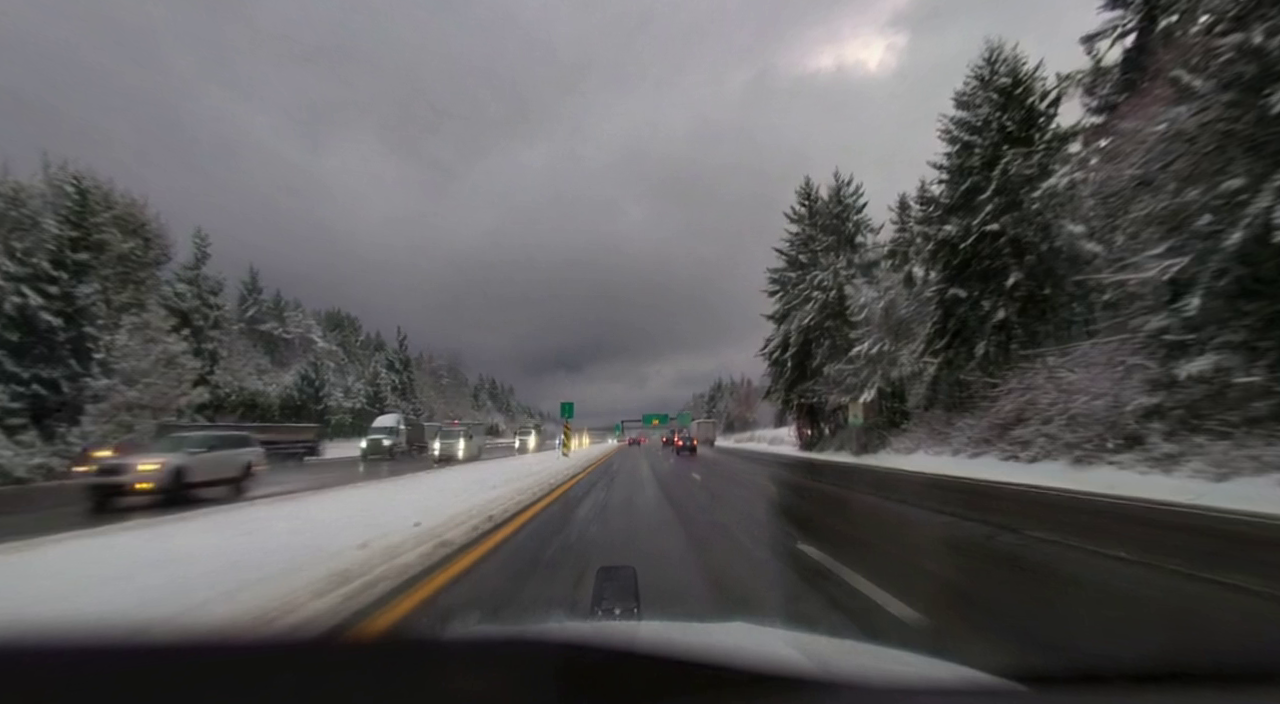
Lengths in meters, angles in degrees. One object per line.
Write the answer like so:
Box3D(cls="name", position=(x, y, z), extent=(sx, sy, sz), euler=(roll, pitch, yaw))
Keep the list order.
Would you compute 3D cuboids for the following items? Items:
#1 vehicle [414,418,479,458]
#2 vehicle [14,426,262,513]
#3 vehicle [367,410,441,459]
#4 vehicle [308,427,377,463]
Box3D(cls="vehicle", position=(-13.127, 5.908, 43.403), extent=(2.205, 2.451, 7.175), euler=(0, -8, 0))
Box3D(cls="vehicle", position=(-9.403, 2.188, 12.260), extent=(1.777, 1.420, 3.657), euler=(0, -8, 0))
Box3D(cls="vehicle", position=(-17.451, 6.179, 47.230), extent=(2.901, 3.354, 7.008), euler=(0, -8, -1))
Box3D(cls="vehicle", position=(-13.553, 4.246, 28.840), extent=(1.684, 1.545, 2.900), euler=(0, -8, 0))
